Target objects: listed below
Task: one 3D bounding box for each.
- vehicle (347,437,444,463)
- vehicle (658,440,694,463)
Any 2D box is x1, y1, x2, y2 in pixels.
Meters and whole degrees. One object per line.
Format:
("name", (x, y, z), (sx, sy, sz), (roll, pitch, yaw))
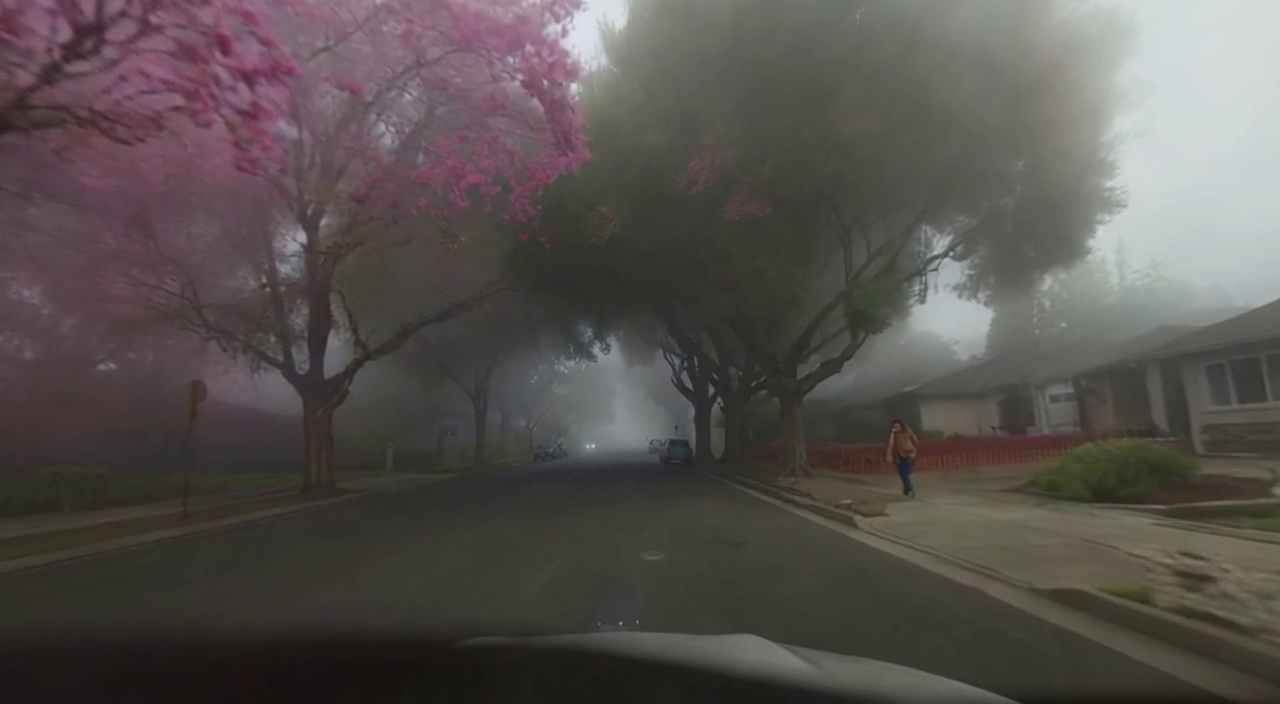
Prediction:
("vehicle", (-17.211, 6.897, 44.664), (5.902, 1.796, 2.183), (0, -8, -2))
("vehicle", (2.352, 6.670, 42.603), (2.022, 1.455, 4.406), (0, -8, -2))
